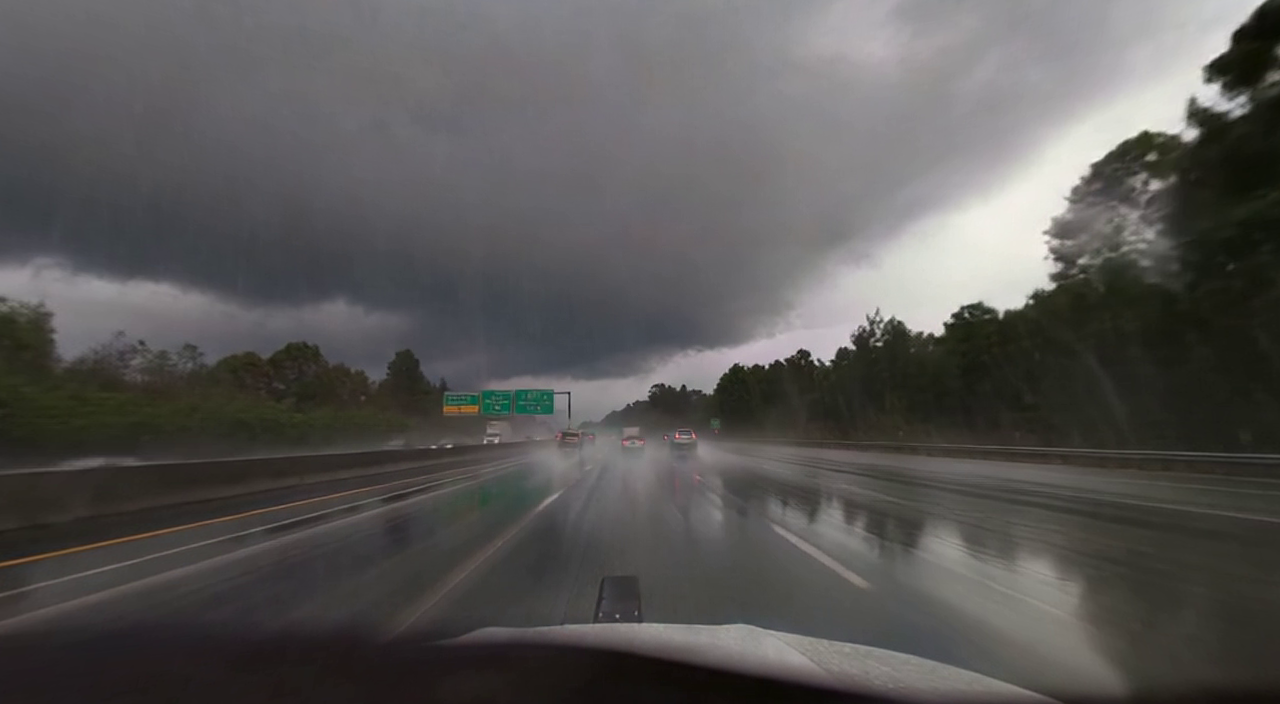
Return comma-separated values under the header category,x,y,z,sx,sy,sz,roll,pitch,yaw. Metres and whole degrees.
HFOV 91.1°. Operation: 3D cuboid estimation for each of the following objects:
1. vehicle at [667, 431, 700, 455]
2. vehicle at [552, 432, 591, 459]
category,x,y,z,sx,sy,sz,roll,pitch,yaw
vehicle,3.181,6.742,46.781,2.066,1.673,4.225,0,-8,-2
vehicle,-4.343,5.962,40.440,2.119,1.629,3.946,0,-8,-2
